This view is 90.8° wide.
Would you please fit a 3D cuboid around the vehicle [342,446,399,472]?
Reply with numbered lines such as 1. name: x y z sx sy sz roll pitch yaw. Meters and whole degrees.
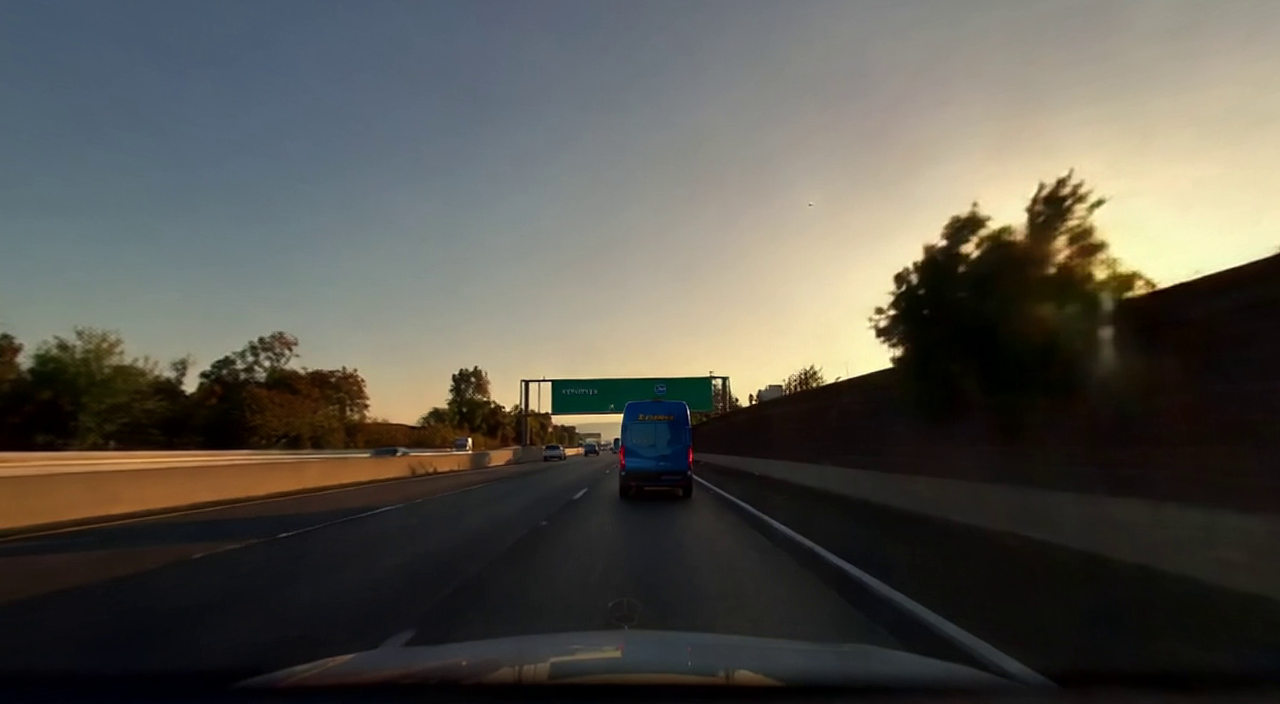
1. vehicle: -15.713 6.238 36.941 1.651 1.410 3.840 0 -9 0

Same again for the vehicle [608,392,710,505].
1. vehicle: 0.354 2.596 17.099 2.332 2.558 5.314 0 -9 -2
